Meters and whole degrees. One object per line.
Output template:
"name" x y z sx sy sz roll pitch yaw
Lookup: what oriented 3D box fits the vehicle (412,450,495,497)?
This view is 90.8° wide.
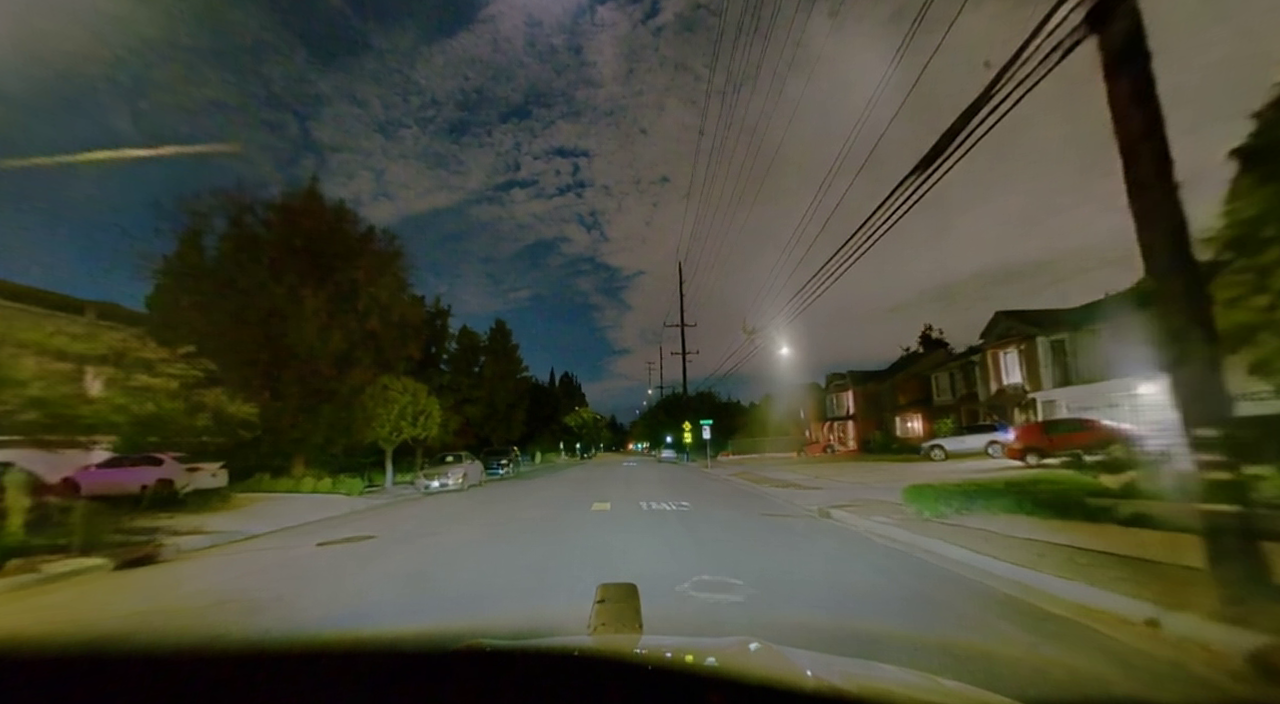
"vehicle" -7.093 4.639 24.440 2.041 1.587 3.920 -2 -9 0

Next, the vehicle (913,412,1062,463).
"vehicle" 13.712 3.430 25.128 4.836 1.789 2.229 -7 -9 29

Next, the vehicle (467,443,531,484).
"vehicle" -7.138 5.700 32.400 2.135 1.787 4.452 -4 -10 1

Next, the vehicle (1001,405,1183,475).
"vehicle" 13.587 2.729 19.350 4.145 1.767 1.880 -9 -11 30

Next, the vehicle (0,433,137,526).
"vehicle" -14.281 2.719 13.740 4.543 1.824 2.379 0 -9 -3

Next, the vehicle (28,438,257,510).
"vehicle" -13.827 3.401 17.848 4.432 1.870 2.299 0 -9 0
